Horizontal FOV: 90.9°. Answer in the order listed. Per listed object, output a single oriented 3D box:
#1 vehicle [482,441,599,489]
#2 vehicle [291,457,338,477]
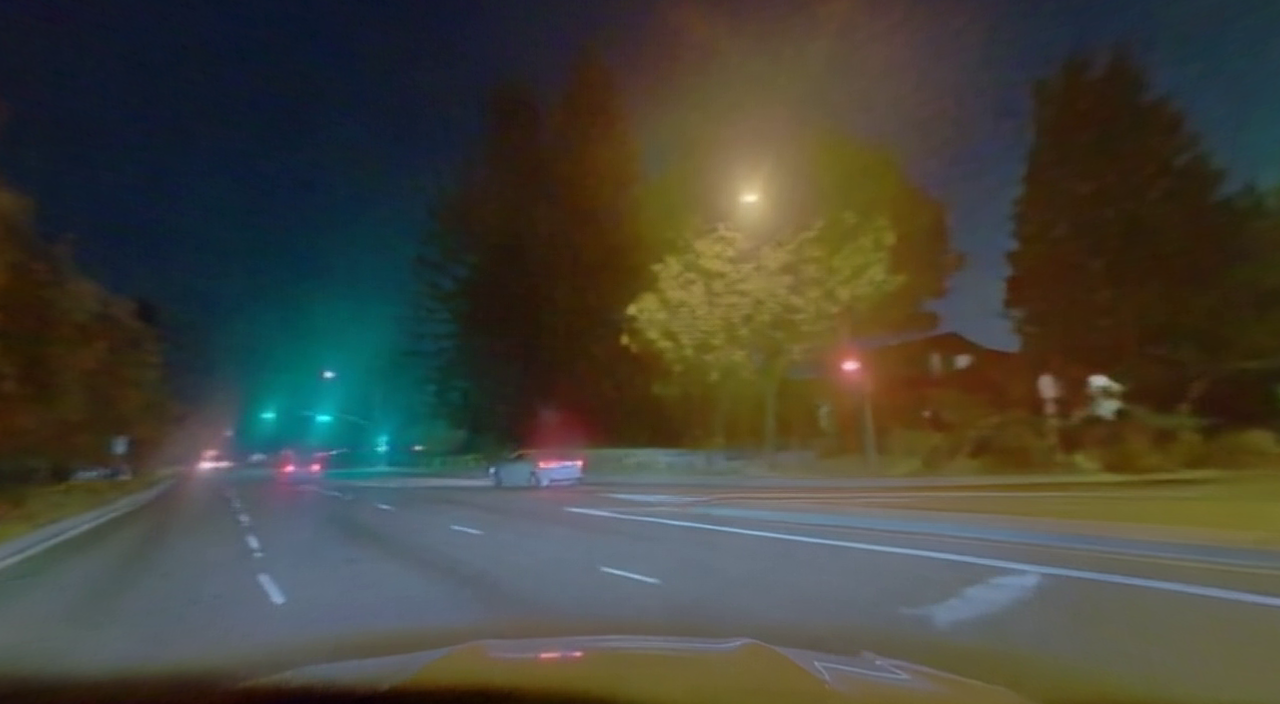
[{"bbox_3d":[-4.223,4.641,26.284,4.995,1.798,2.102,-8,-11,40],"label":"vehicle"},{"bbox_3d":[-25.782,9.057,49.850,1.933,1.460,4.882,7,-11,-43],"label":"vehicle"}]
